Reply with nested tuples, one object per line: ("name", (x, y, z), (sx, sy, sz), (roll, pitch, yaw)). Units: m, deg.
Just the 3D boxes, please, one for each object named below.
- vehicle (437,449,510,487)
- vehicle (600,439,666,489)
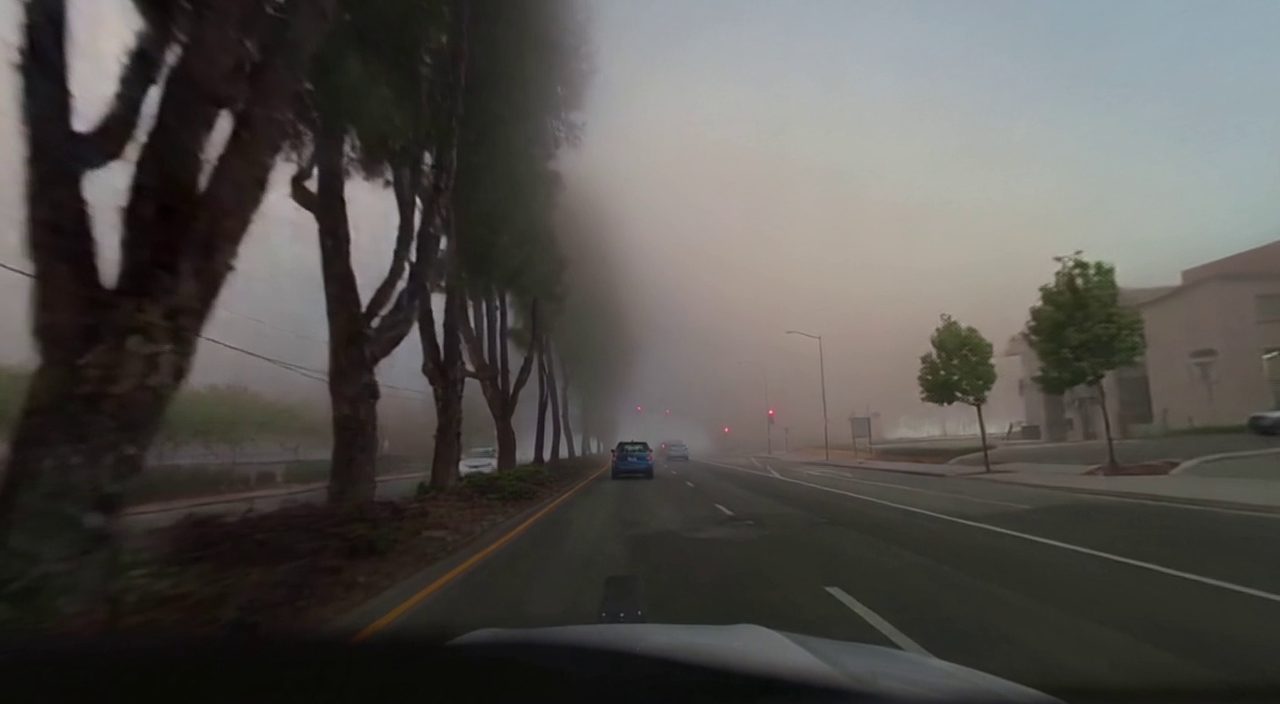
("vehicle", (-7.407, 5.183, 28.610), (2.094, 1.579, 4.297), (0, -9, 0))
("vehicle", (-0.261, 4.029, 23.072), (2.181, 1.639, 4.127), (0, -9, -1))
